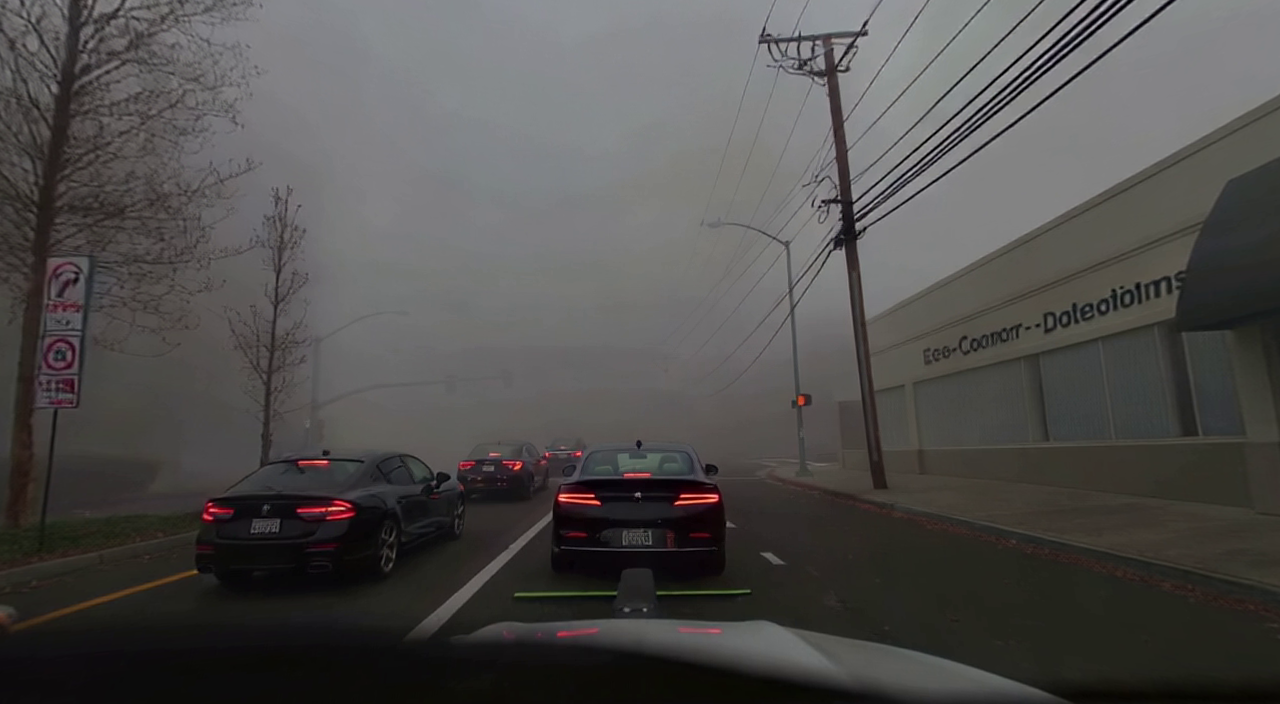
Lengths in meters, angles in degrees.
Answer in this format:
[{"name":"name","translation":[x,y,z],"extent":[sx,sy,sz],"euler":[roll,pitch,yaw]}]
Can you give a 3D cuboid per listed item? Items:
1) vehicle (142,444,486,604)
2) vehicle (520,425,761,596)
[{"name":"vehicle","translation":[-3.233,1.745,7.332],"extent":[1.765,1.319,4.013],"euler":[0,-9,2]},{"name":"vehicle","translation":[-0.010,1.687,7.553],"extent":[2.101,1.469,3.955],"euler":[0,-9,0]}]
